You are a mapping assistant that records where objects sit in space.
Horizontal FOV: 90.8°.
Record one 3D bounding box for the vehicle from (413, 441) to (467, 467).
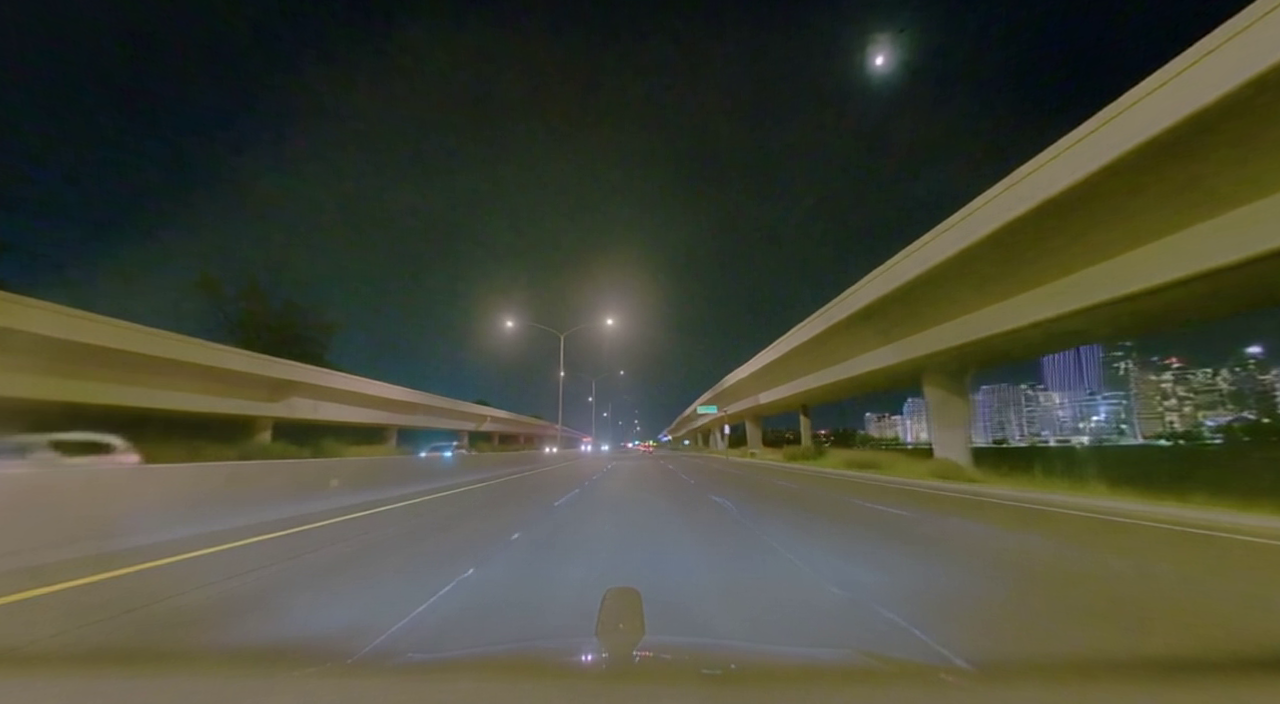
[{"bbox_3d":[-14.025,7.195,44.591,2.204,1.708,4.922,0,-9,0],"label":"vehicle"}]
